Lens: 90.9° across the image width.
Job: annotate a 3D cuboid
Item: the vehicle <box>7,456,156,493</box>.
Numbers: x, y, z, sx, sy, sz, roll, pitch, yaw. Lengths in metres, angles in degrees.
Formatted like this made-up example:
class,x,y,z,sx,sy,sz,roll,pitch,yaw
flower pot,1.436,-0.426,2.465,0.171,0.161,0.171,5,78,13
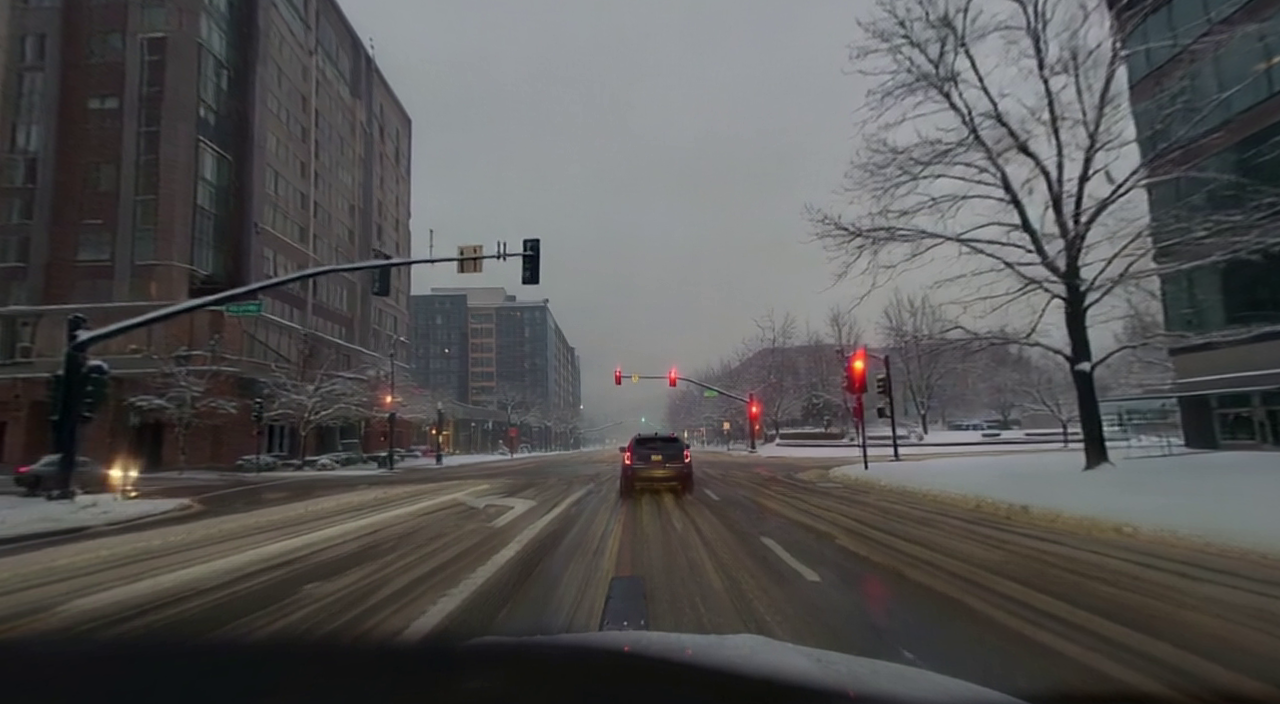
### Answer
class,x,y,z,sx,sy,sz,roll,pitch,yaw
vehicle,-23.833,5.213,27.009,4.494,1.475,1.893,0,-8,-1

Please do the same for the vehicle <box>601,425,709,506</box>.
class,x,y,z,sx,sy,sz,roll,pitch,yaw
vehicle,0.305,2.611,14.906,2.184,1.640,4.086,0,-8,0
